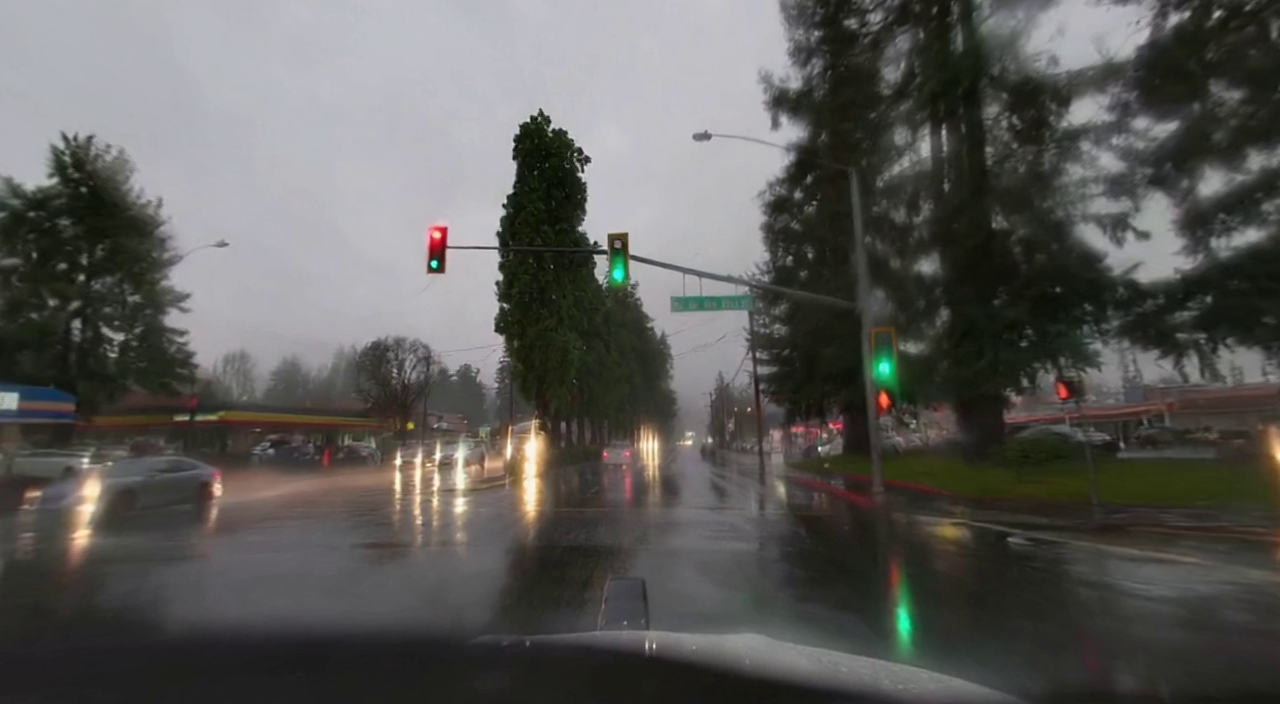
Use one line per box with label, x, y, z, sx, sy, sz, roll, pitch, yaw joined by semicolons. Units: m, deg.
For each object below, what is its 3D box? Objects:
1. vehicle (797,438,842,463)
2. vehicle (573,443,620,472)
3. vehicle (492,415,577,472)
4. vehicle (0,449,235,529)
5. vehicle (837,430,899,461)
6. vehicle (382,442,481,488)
vehicle;11.393;6.302;40.323;1.888;1.465;4.727;-1;-9;5
vehicle;-2.180;5.420;32.560;1.959;1.406;4.272;-1;-9;2
vehicle;-7.057;6.417;44.643;3.056;3.289;13.199;-3;-8;2
vehicle;-11.525;2.911;14.049;2.004;1.478;4.373;0;-9;1
vehicle;14.328;5.954;40.026;2.015;1.839;5.416;0;-9;1
vehicle;-7.757;4.210;23.972;2.099;1.467;4.596;-2;-8;1
